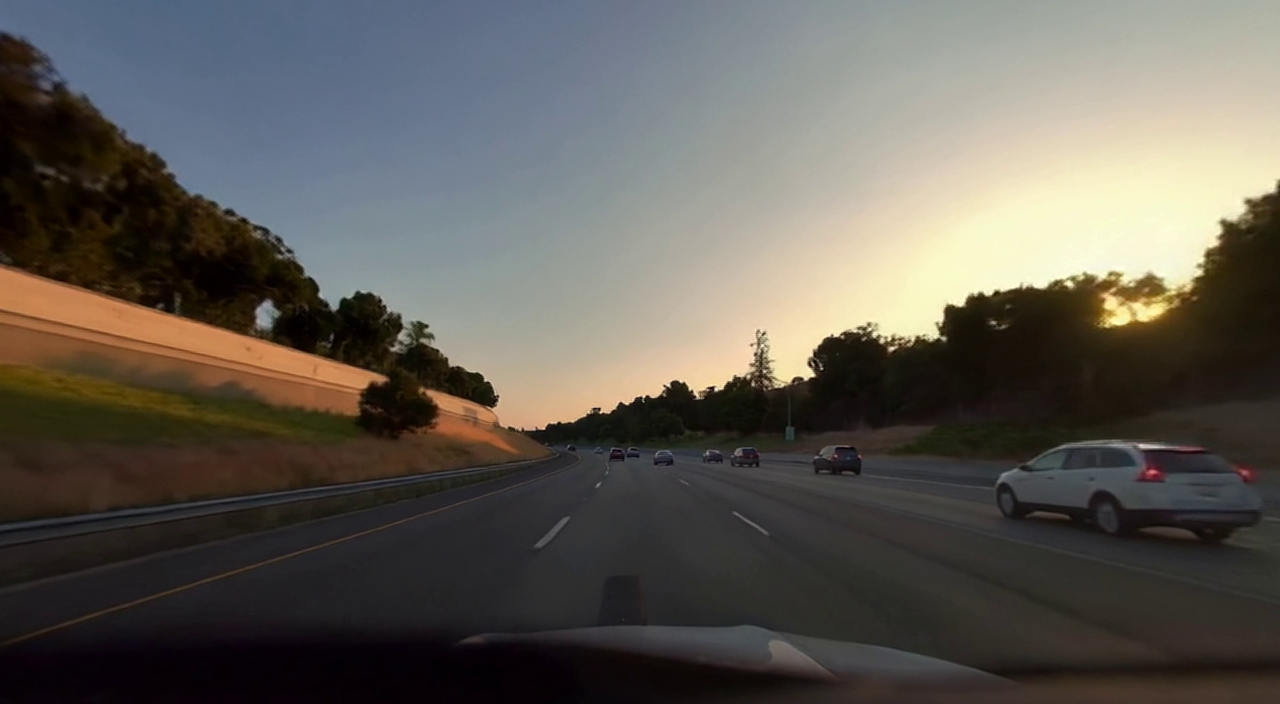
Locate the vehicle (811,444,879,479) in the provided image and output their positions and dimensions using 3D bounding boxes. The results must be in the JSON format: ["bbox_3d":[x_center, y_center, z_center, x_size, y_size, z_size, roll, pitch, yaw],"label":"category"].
[{"bbox_3d":[10.444,5.577,32.323,1.986,1.644,4.126,1,-8,-2],"label":"vehicle"}]

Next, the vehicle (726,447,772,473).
[{"bbox_3d":[6.494,6.464,37.789,1.940,1.482,3.644,1,-8,-3],"label":"vehicle"}]

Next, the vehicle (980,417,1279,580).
[{"bbox_3d":[7.246,1.896,9.001,2.048,1.697,4.689,1,-8,-1],"label":"vehicle"}]
